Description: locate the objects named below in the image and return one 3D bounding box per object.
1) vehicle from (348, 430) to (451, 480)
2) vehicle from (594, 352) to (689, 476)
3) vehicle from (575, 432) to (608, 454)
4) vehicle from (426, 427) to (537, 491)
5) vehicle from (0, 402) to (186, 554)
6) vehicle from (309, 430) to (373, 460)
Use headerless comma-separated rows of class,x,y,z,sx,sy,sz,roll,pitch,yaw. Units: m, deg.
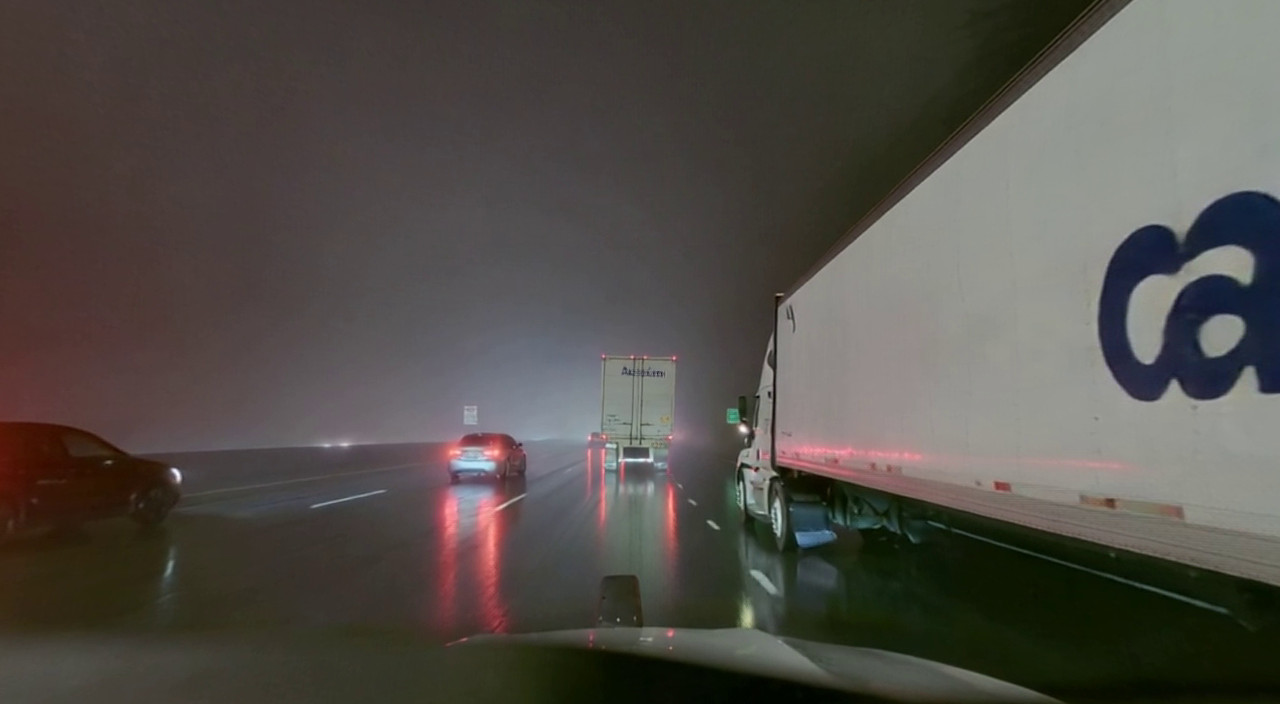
vehicle,-8.014,3.446,21.377,1.943,1.500,4.011,0,-8,-1
vehicle,-0.083,2.756,26.327,3.118,4.106,10.719,0,-8,-1
vehicle,-3.751,7.132,49.551,2.104,1.653,4.302,-1,-8,3
vehicle,-4.073,2.798,16.846,1.933,1.492,3.838,0,-8,0
vehicle,-8.047,1.485,7.637,1.990,1.654,4.129,0,-8,-1
vehicle,-19.868,6.185,41.991,1.971,1.812,4.441,0,-8,1
